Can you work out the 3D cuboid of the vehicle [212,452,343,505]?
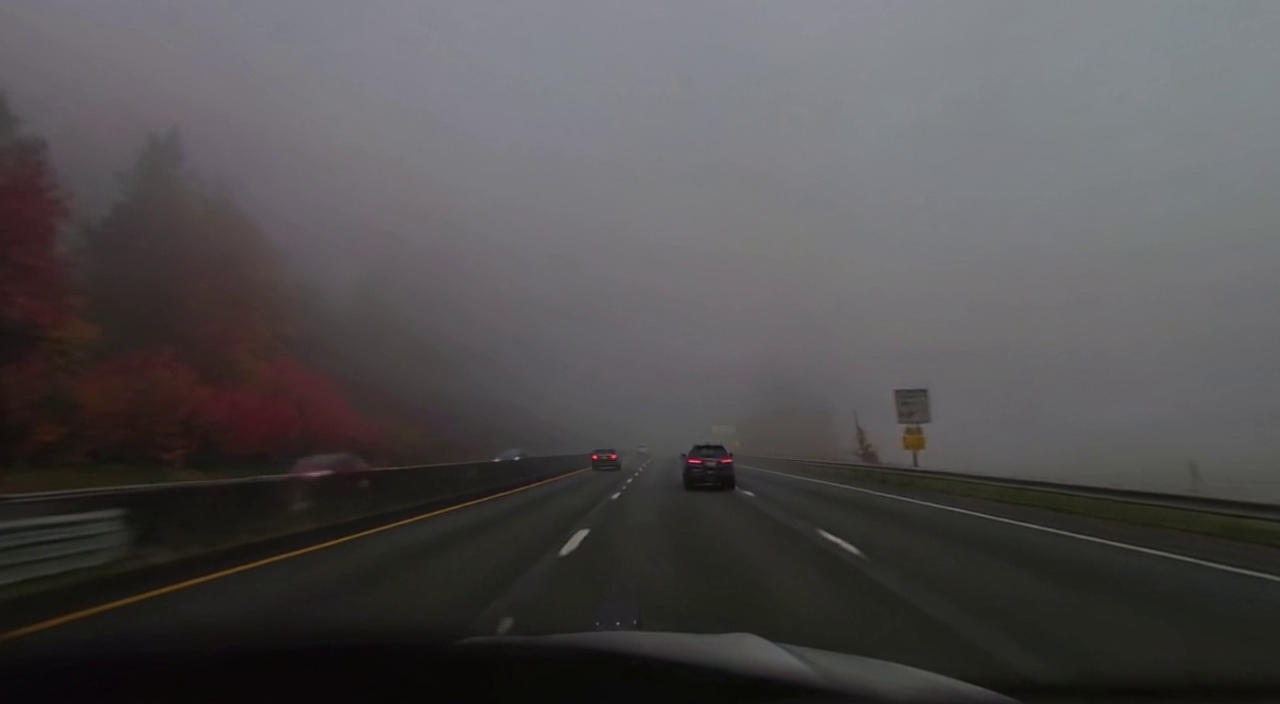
[{"bbox_3d":[-12.010,4.175,21.149,1.877,1.554,4.051,-1,-9,2],"label":"vehicle"}]

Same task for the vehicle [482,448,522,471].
[{"bbox_3d":[-10.497,8.163,47.936,1.996,1.663,4.278,-1,-9,2],"label":"vehicle"}]

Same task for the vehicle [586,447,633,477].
[{"bbox_3d":[-1.465,5.571,31.877,2.037,1.418,3.793,-1,-9,2],"label":"vehicle"}]

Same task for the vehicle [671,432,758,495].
[{"bbox_3d":[2.156,3.426,19.546,2.250,1.718,4.358,0,-9,1],"label":"vehicle"}]
